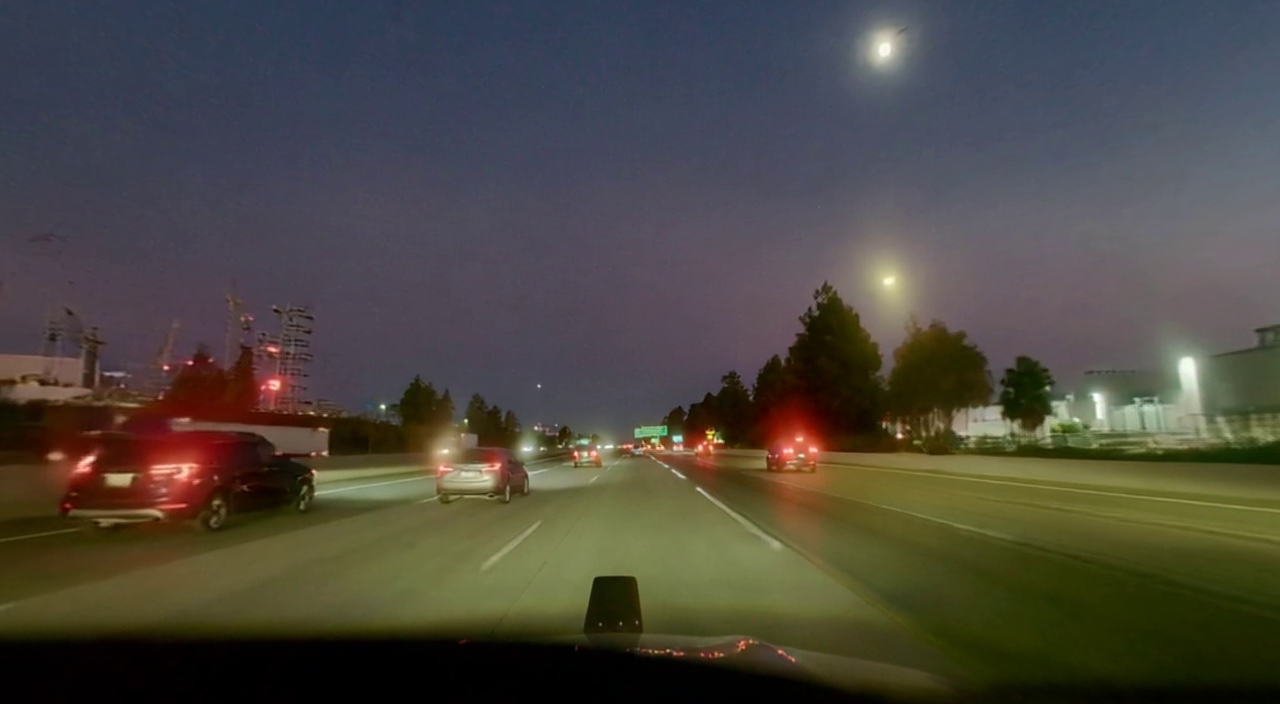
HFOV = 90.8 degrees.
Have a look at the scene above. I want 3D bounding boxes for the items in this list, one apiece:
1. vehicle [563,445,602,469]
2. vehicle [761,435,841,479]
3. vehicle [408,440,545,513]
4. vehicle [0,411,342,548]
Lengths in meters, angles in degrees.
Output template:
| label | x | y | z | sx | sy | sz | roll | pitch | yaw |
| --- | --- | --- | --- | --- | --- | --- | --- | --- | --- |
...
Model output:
| label | x | y | z | sx | sy | sz | roll | pitch | yaw |
| --- | --- | --- | --- | --- | --- | --- | --- | --- | --- |
| vehicle | -3.625 | 6.716 | 40.581 | 2.078 | 1.464 | 4.093 | 0 | -9 | 0 |
| vehicle | 6.919 | 4.569 | 27.685 | 2.147 | 1.769 | 4.666 | 0 | -9 | -1 |
| vehicle | -3.690 | 2.899 | 15.236 | 2.047 | 1.469 | 4.614 | 0 | -9 | 0 |
| vehicle | -7.544 | 2.068 | 10.899 | 2.310 | 1.787 | 4.955 | 0 | -9 | 1 |
